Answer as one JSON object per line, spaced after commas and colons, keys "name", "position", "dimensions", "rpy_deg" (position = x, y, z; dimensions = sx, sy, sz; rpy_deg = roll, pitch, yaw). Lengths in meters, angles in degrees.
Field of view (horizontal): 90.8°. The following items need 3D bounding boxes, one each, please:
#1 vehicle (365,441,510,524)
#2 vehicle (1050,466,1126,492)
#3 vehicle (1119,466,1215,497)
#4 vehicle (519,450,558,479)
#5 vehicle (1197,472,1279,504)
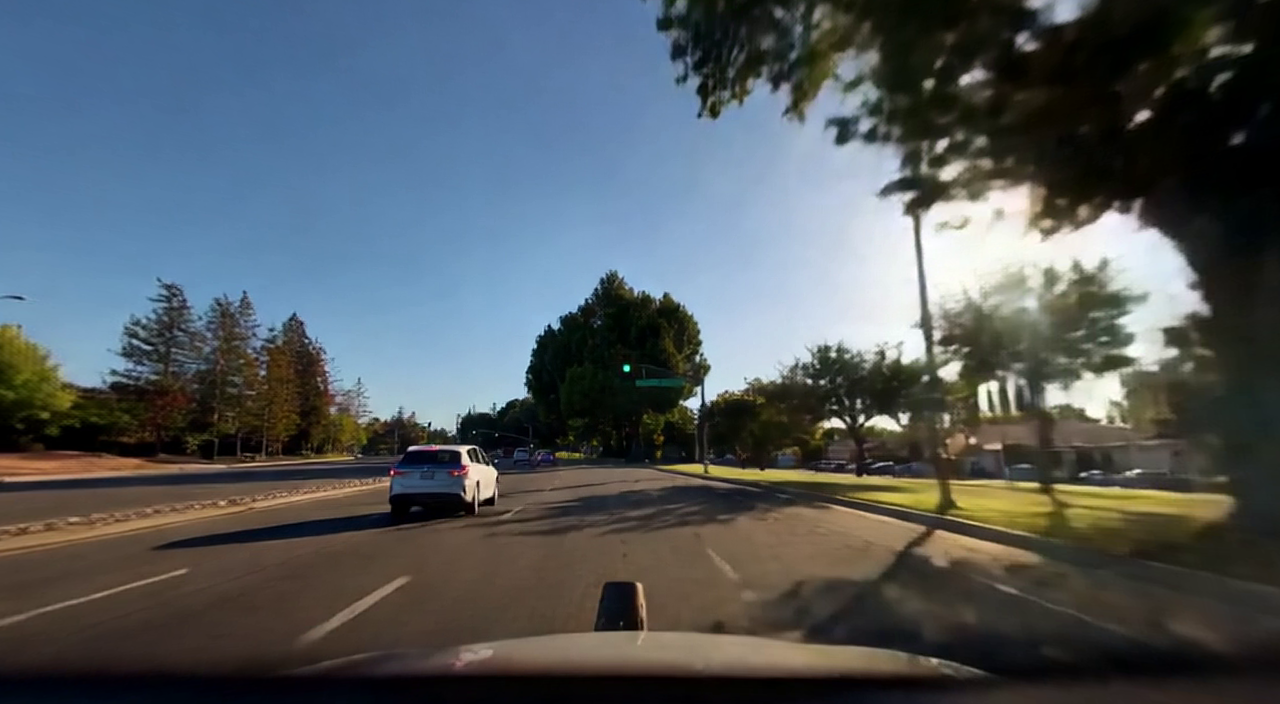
{"name": "vehicle", "position": [-4.537, 2.959, 15.020], "dimensions": [2.098, 1.613, 4.606], "rpy_deg": [-1, -8, -2]}
{"name": "vehicle", "position": [33.941, 9.612, 48.021], "dimensions": [1.791, 1.703, 4.779], "rpy_deg": [1, -9, -8]}
{"name": "vehicle", "position": [34.838, 8.547, 41.945], "dimensions": [1.850, 1.753, 4.760], "rpy_deg": [0, -9, -8]}
{"name": "vehicle", "position": [-5.878, 6.518, 36.848], "dimensions": [1.904, 1.476, 3.736], "rpy_deg": [0, -8, -4]}
{"name": "vehicle", "position": [35.433, 7.846, 36.596], "dimensions": [1.933, 1.489, 4.403], "rpy_deg": [0, -9, -6]}
